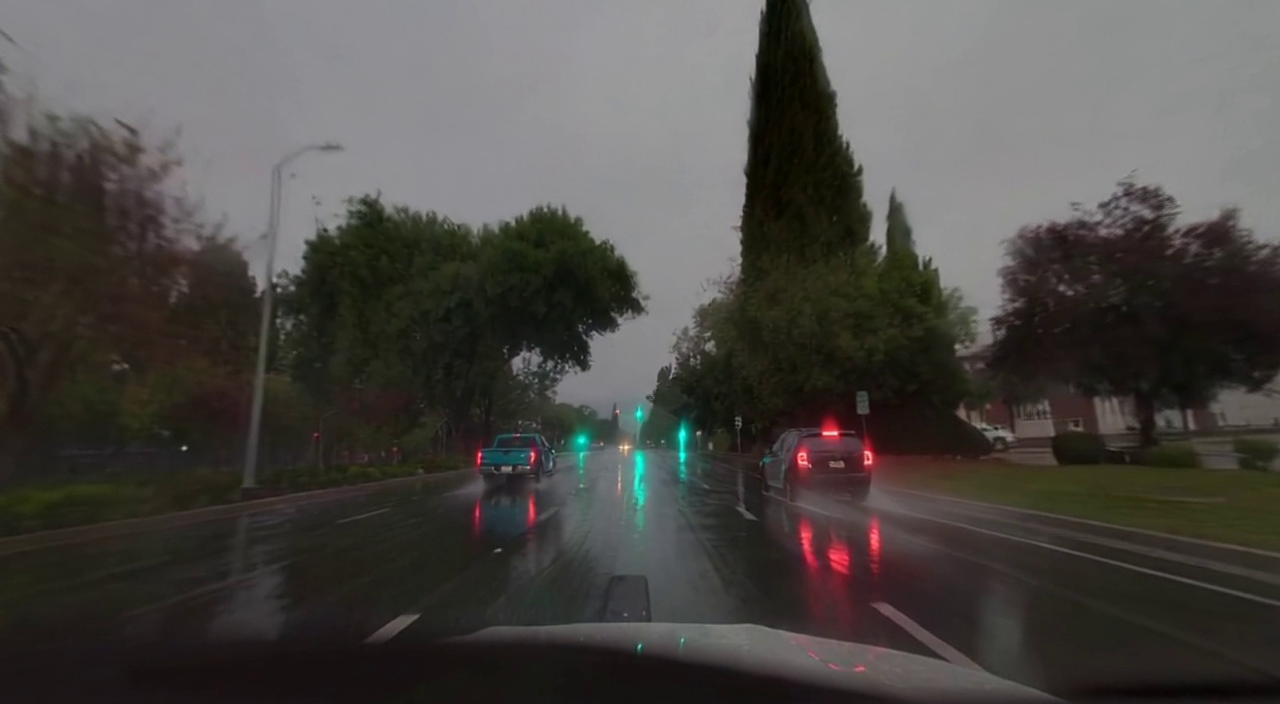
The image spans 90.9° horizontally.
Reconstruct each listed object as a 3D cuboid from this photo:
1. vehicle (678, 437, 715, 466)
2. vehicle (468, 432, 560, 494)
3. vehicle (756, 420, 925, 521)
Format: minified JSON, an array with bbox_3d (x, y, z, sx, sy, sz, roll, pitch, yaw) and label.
[{"bbox_3d":[4.140,7.361,46.817,2.321,1.957,5.037,0,-8,1],"label":"vehicle"},{"bbox_3d":[-3.920,3.532,20.494,2.002,1.747,4.728,0,-8,0],"label":"vehicle"},{"bbox_3d":[3.890,2.386,13.177,2.016,1.736,4.356,0,-8,-1],"label":"vehicle"}]
